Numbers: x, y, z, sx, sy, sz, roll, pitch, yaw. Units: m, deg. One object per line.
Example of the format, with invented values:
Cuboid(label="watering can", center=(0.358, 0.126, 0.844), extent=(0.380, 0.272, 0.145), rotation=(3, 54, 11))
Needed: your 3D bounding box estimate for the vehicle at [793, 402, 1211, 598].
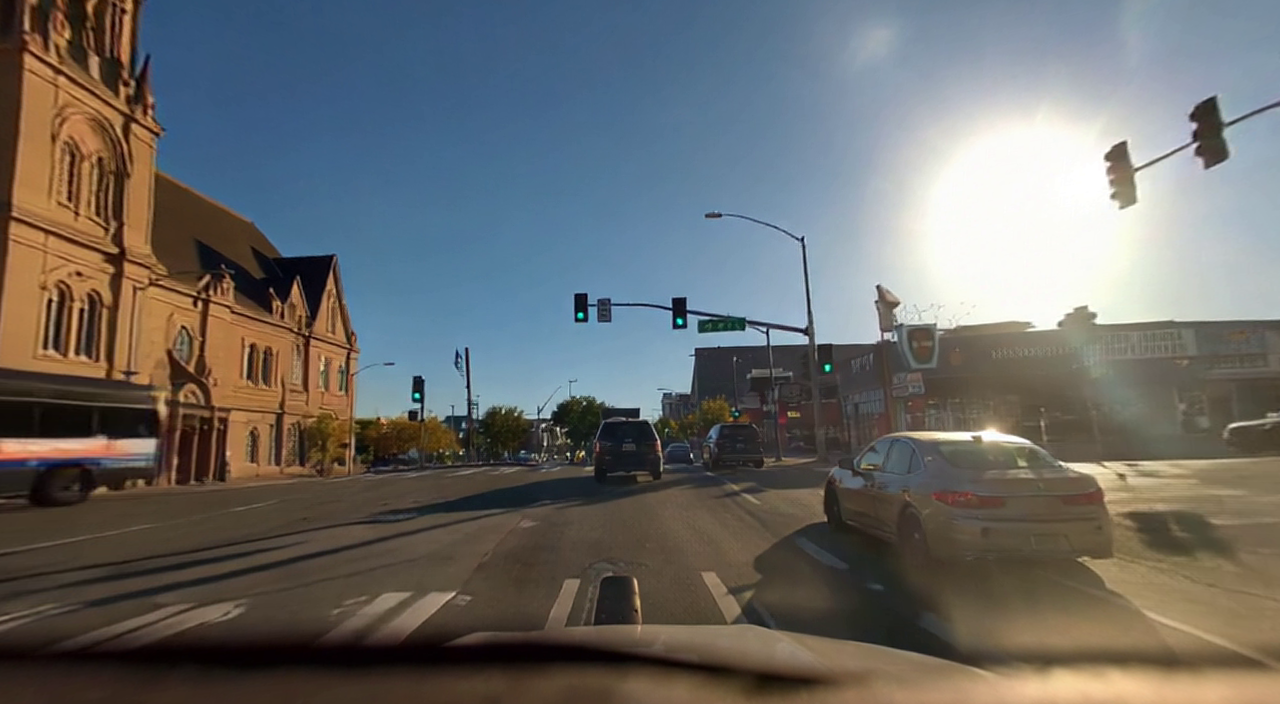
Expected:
Cuboid(label="vehicle", center=(3.322, 1.451, 7.099), extent=(1.883, 1.472, 4.471), rotation=(0, -8, -3))

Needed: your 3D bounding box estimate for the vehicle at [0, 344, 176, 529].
Cuboid(label="vehicle", center=(-14.756, 1.786, 13.389), extent=(3.126, 3.773, 8.662), rotation=(0, -8, 0))

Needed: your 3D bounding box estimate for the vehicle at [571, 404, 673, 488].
Cuboid(label="vehicle", center=(-0.494, 2.305, 15.550), extent=(2.168, 1.776, 4.135), rotation=(1, -8, -3))

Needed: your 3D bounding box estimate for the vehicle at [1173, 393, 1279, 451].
Cuboid(label="vehicle", center=(17.429, 1.929, 17.103), extent=(4.391, 1.484, 1.763), rotation=(0, -9, -2))

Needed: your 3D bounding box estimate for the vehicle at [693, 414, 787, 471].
Cuboid(label="vehicle", center=(2.829, 2.703, 18.847), extent=(1.890, 1.491, 4.166), rotation=(0, -8, -3))
